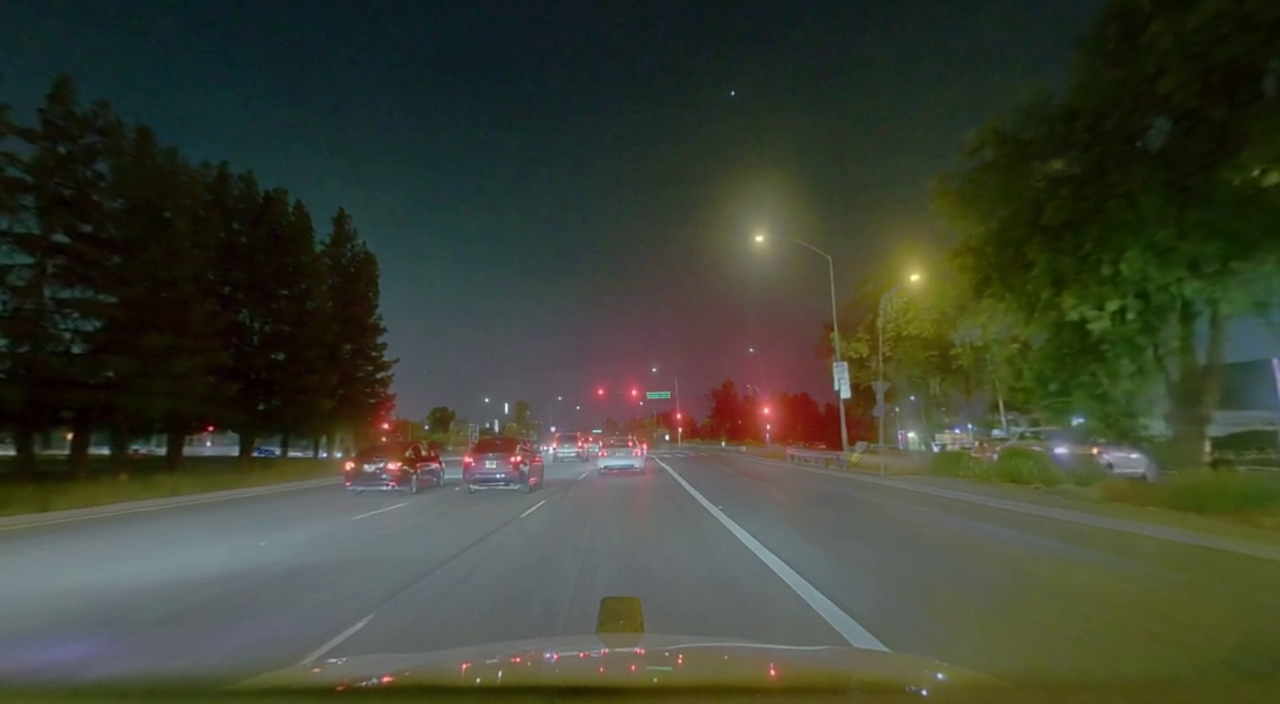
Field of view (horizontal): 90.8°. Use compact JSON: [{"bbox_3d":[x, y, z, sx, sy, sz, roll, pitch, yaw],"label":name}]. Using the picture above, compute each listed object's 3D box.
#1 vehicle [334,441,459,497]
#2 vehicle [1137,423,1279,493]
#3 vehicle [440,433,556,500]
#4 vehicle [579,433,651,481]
[{"bbox_3d":[-6.999,3.385,18.709,1.852,1.458,4.422,0,-8,1],"label":"vehicle"},{"bbox_3d":[14.474,2.529,15.339,4.304,1.481,2.008,4,-10,-27],"label":"vehicle"},{"bbox_3d":[-3.517,2.926,16.553,1.920,1.480,4.549,0,-8,1],"label":"vehicle"},{"bbox_3d":[-0.787,3.596,21.945,2.231,1.481,4.489,0,-8,0],"label":"vehicle"}]
